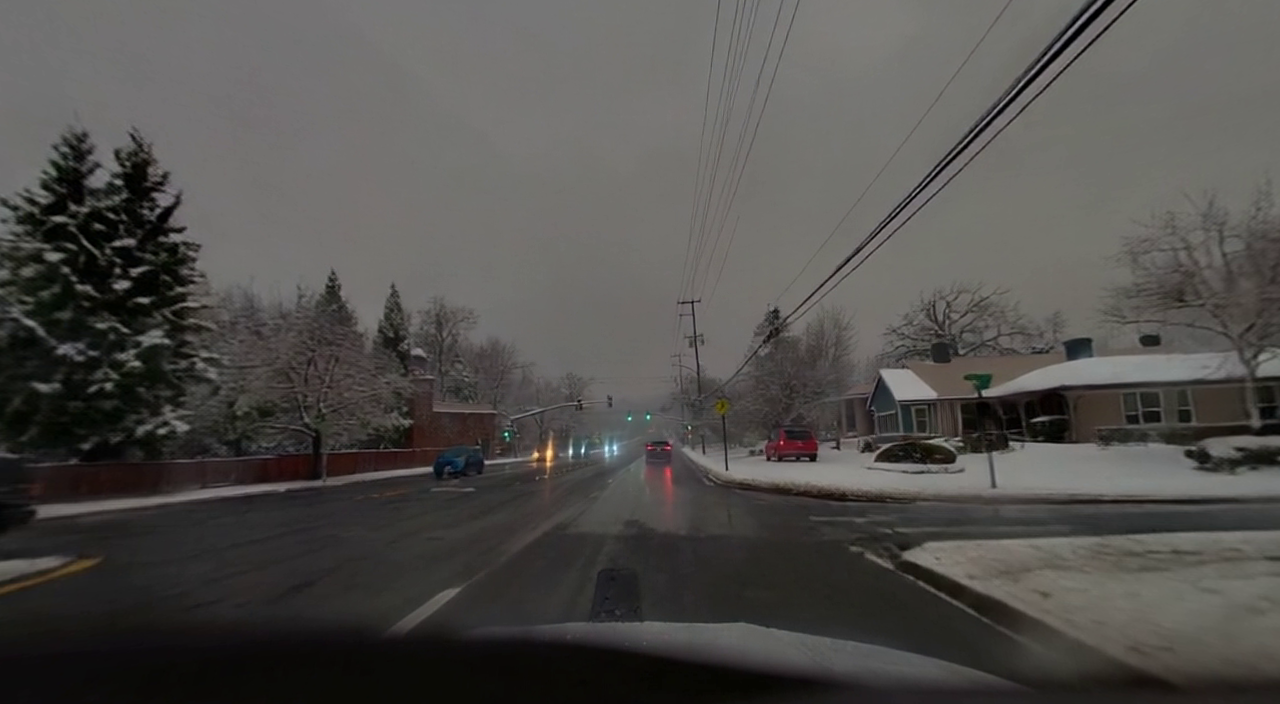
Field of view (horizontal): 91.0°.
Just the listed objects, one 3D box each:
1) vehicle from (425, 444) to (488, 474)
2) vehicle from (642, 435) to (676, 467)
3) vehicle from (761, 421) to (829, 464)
[{"bbox_3d":[-11.688,6.821,40.482,2.397,1.802,4.855,-1,-8,3],"label":"vehicle"},{"bbox_3d":[1.217,6.412,40.961,2.059,1.908,4.714,0,-8,1],"label":"vehicle"},{"bbox_3d":[8.979,5.363,37.199,2.531,2.263,6.802,-1,-8,2],"label":"vehicle"}]
